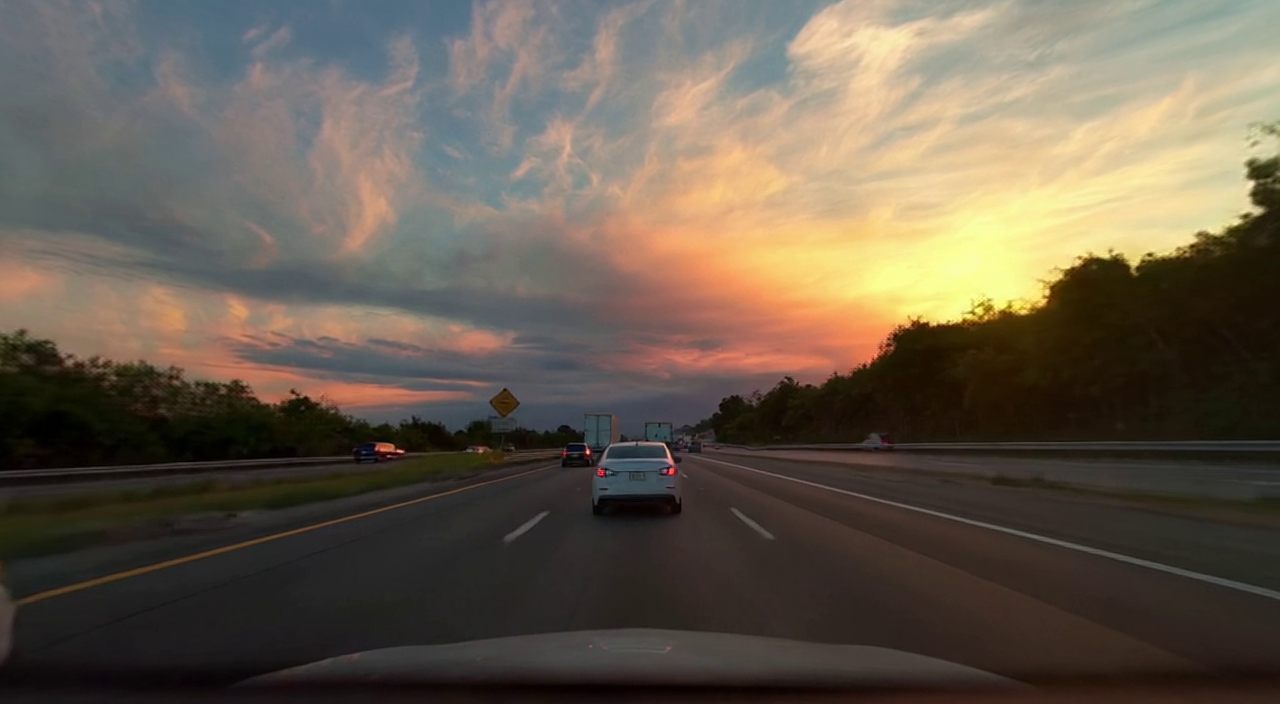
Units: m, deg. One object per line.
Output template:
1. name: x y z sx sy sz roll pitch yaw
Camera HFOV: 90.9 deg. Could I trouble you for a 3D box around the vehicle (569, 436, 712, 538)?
1. vehicle: -0.019 2.257 11.103 2.057 1.449 3.931 0 -9 -1
